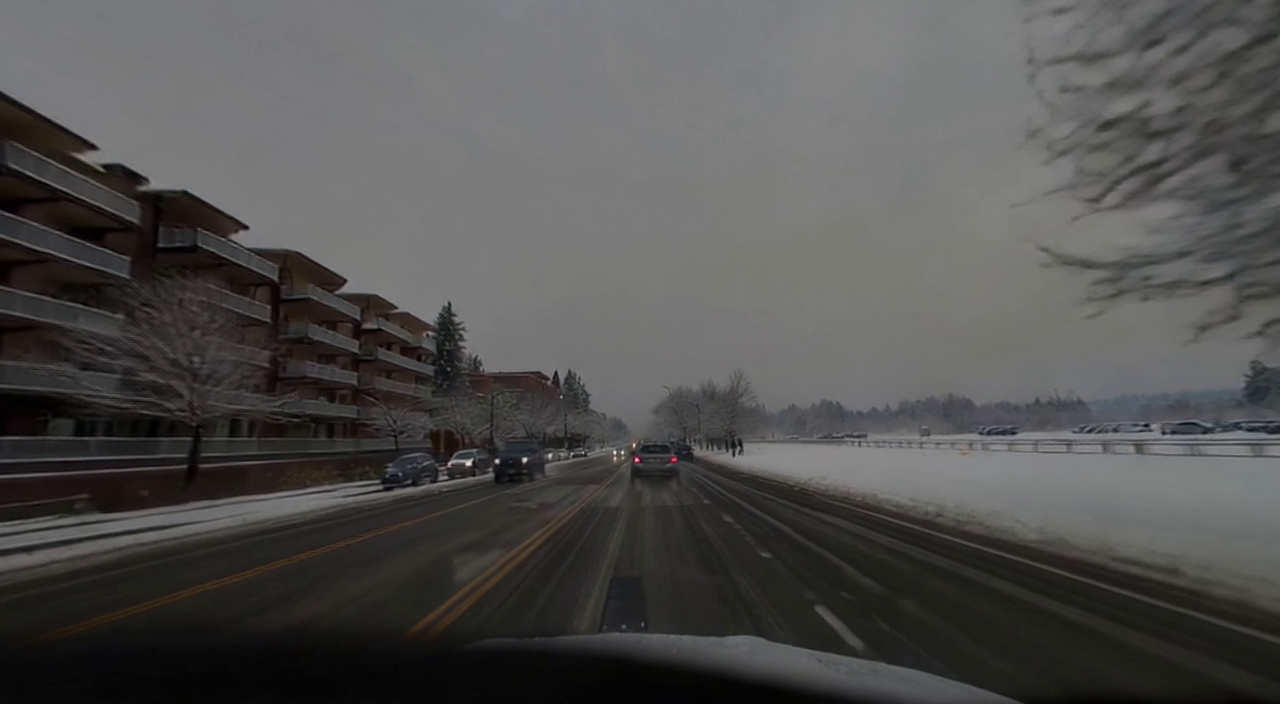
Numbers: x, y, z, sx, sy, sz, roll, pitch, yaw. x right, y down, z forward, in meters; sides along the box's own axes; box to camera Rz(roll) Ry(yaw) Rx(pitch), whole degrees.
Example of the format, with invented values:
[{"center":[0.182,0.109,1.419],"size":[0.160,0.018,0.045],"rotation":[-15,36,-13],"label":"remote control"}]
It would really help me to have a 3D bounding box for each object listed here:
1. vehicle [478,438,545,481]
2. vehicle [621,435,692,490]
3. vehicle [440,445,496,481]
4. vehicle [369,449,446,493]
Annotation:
[{"center":[-5.956,5.050,29.887],"size":[2.065,1.838,4.846],"rotation":[-1,-8,1],"label":"vehicle"},{"center":[0.491,3.623,20.959],"size":[2.132,1.632,3.838],"rotation":[0,-8,0],"label":"vehicle"},{"center":[-10.051,6.484,37.138],"size":[2.032,1.833,4.465],"rotation":[-3,-8,0],"label":"vehicle"},{"center":[-10.190,5.202,27.931],"size":[1.932,1.607,4.191],"rotation":[-5,-8,-2],"label":"vehicle"}]
